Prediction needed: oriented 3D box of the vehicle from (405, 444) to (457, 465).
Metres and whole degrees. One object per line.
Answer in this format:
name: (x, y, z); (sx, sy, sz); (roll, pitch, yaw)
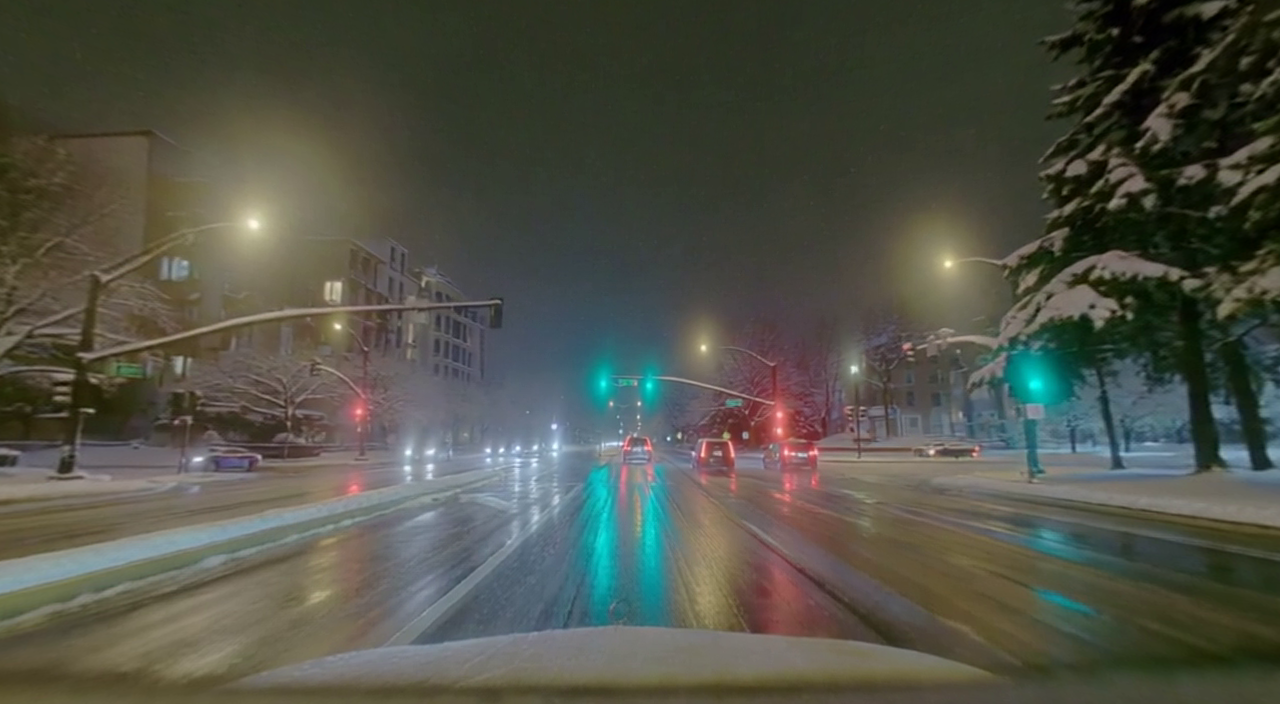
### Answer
vehicle: (-15.271, 7.477, 46.363); (2.144, 1.463, 4.701); (0, -8, 1)

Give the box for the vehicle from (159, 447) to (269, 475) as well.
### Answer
vehicle: (-23.911, 6.111, 35.592); (4.751, 1.501, 2.147); (-1, -8, 5)

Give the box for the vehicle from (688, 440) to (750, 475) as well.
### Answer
vehicle: (3.636, 4.926, 29.849); (2.226, 1.490, 4.593); (0, -8, -1)

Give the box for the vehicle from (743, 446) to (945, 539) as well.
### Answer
vehicle: (3.306, 2.351, 11.340); (2.080, 1.321, 4.382); (0, -8, -1)

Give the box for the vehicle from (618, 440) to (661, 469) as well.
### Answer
vehicle: (-0.036, 5.487, 34.046); (2.143, 1.480, 4.006); (0, -8, 0)
